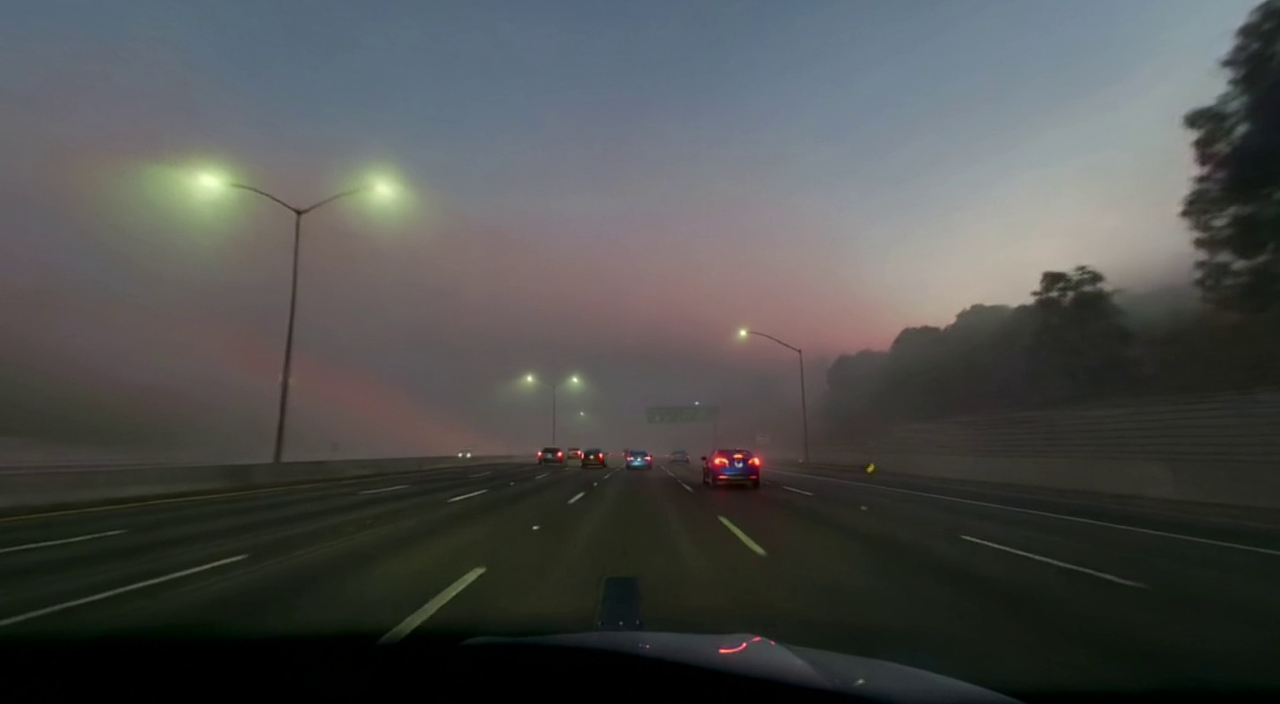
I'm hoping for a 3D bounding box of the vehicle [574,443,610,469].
[{"bbox_3d":[-3.221,7.076,42.969,2.091,1.664,4.157,0,-9,0],"label":"vehicle"}]

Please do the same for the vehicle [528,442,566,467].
[{"bbox_3d":[-6.763,7.528,46.233,2.112,1.721,4.381,0,-9,0],"label":"vehicle"}]

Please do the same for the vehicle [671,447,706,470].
[{"bbox_3d":[3.283,7.259,43.120,2.036,1.517,4.256,0,-9,-1],"label":"vehicle"}]

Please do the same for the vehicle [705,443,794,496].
[{"bbox_3d":[3.416,3.763,20.608,2.077,1.527,4.553,0,-9,0],"label":"vehicle"}]

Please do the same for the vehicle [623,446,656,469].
[{"bbox_3d":[-0.051,7.206,43.220,2.166,1.496,4.158,0,-9,0],"label":"vehicle"}]
